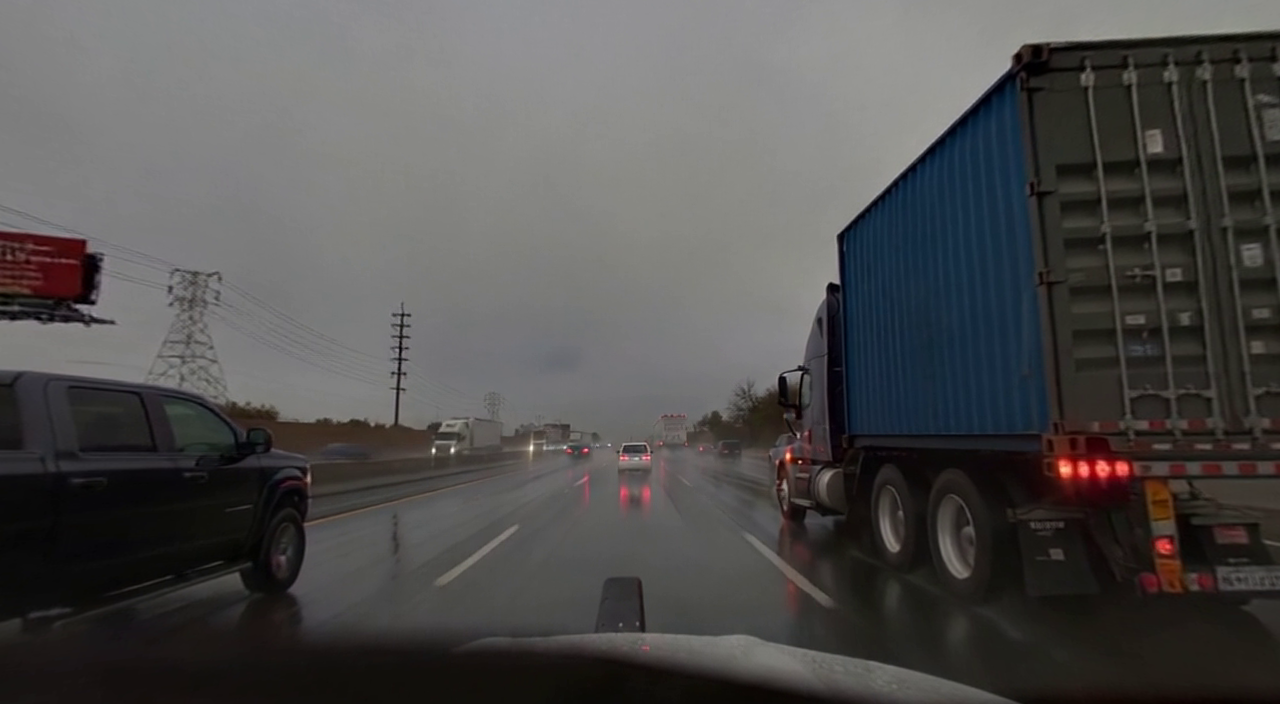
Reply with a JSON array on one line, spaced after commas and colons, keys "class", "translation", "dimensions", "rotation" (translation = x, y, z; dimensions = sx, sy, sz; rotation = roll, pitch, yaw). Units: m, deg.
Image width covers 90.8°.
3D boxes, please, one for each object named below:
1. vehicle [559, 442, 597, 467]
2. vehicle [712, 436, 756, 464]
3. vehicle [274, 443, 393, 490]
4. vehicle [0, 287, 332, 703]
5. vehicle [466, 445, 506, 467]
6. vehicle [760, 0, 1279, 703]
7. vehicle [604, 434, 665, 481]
[{"class": "vehicle", "translation": [-3.966, 6.677, 41.328], "dimensions": [2.025, 1.498, 4.675], "rotation": [0, -9, 0]}, {"class": "vehicle", "translation": [6.928, 7.298, 47.131], "dimensions": [2.302, 1.973, 5.502], "rotation": [0, -9, -1]}, {"class": "vehicle", "translation": [-10.869, 4.077, 22.868], "dimensions": [2.054, 1.489, 4.507], "rotation": [0, -9, 0]}, {"class": "vehicle", "translation": [-4.114, 0.735, 2.891], "dimensions": [2.323, 2.046, 6.006], "rotation": [0, -9, 1]}, {"class": "vehicle", "translation": [-10.725, 7.284, 44.324], "dimensions": [1.850, 1.453, 3.853], "rotation": [0, -9, 0]}, {"class": "vehicle", "translation": [3.422, 0.243, 5.542], "dimensions": [3.013, 3.940, 7.933], "rotation": [0, -9, -1]}, {"class": "vehicle", "translation": [-0.211, 4.164, 25.040], "dimensions": [2.191, 1.685, 4.015], "rotation": [0, -9, 0]}]
